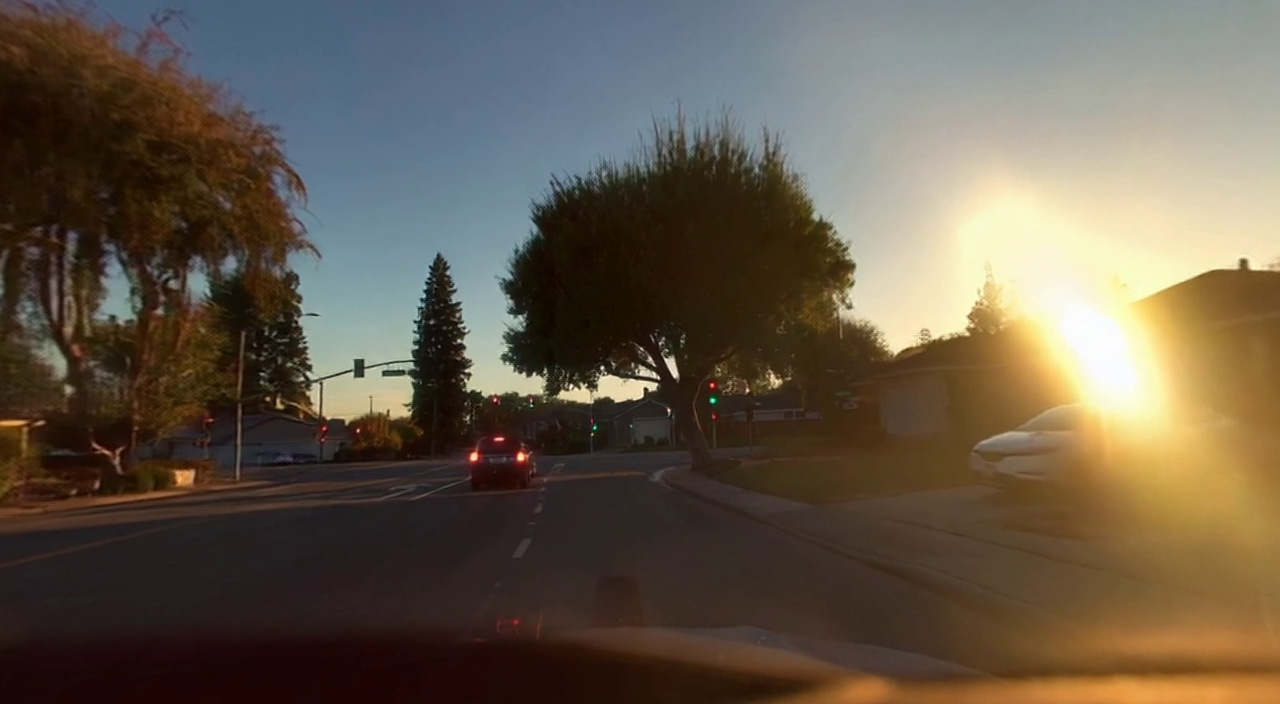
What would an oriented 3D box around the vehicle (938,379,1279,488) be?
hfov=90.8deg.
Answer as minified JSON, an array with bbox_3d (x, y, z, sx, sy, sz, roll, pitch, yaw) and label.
[{"bbox_3d":[7.836,1.380,10.630,4.663,1.618,1.962,1,-8,-6],"label":"vehicle"}]

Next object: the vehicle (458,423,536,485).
[{"bbox_3d":[-4.716,3.429,21.465,2.041,1.834,4.679,1,-8,-6],"label":"vehicle"}]
